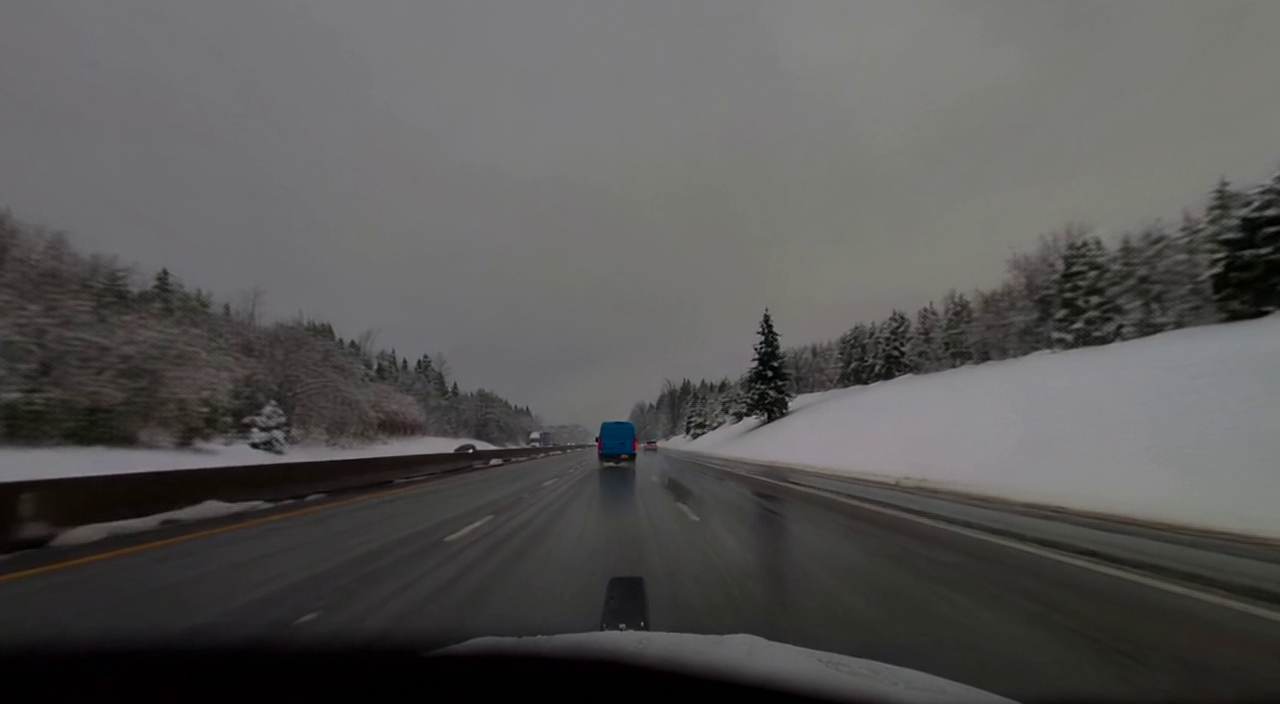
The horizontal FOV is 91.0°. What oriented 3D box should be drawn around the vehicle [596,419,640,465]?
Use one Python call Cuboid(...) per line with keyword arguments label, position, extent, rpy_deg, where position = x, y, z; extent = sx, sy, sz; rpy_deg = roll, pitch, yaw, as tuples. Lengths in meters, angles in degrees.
Cuboid(label="vehicle", position=(-1.229, 5.256, 36.657), extent=(2.329, 2.483, 5.428), rpy_deg=(0, -8, -1))
